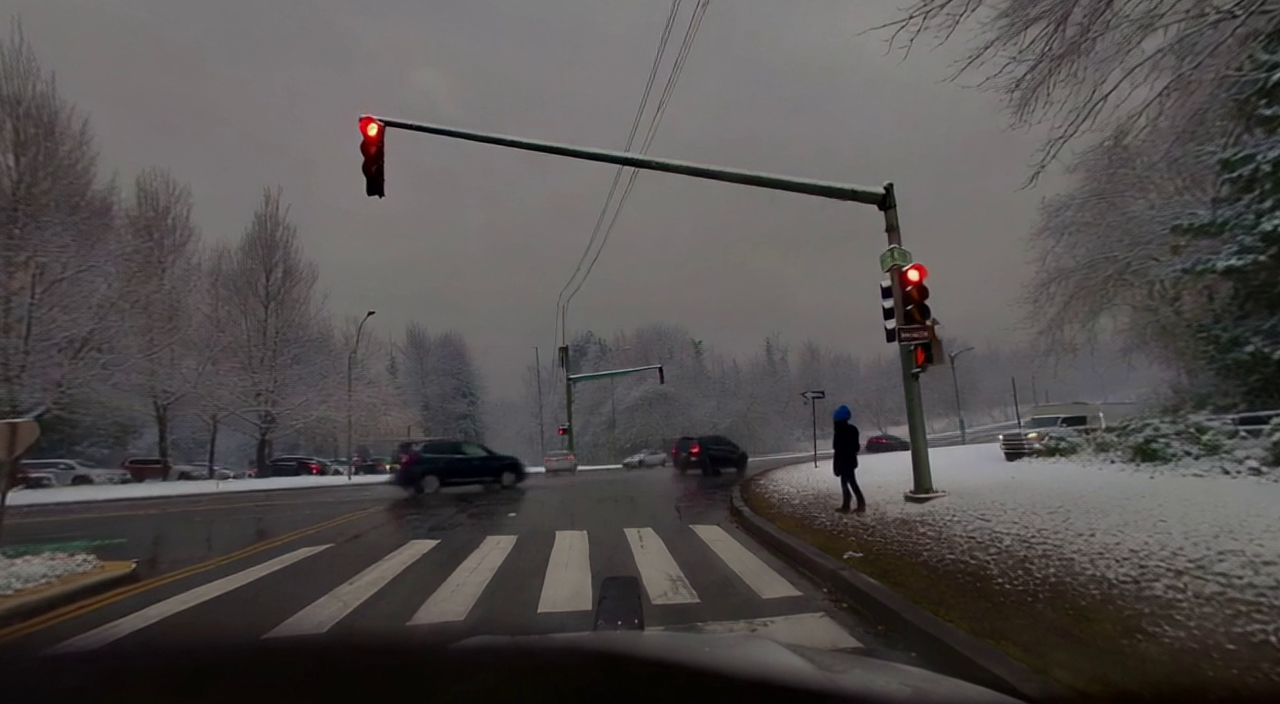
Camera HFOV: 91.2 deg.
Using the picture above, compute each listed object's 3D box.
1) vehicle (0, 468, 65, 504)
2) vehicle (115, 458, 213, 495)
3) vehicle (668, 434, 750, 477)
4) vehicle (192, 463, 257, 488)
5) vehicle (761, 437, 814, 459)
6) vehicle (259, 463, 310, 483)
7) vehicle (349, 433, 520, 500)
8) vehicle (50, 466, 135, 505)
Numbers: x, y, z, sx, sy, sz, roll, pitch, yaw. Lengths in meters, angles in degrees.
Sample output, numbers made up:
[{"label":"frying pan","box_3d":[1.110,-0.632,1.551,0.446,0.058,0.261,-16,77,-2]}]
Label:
[{"label":"vehicle","box_3d":[-30.327,6.455,30.346,1.800,1.520,3.968,2,-9,-14]},{"label":"vehicle","box_3d":[-27.825,7.261,36.891,2.064,1.913,5.081,0,-9,-4]},{"label":"vehicle","box_3d":[3.448,5.040,30.796,1.942,1.920,4.263,-8,-11,39]},{"label":"vehicle","box_3d":[-28.533,8.474,43.173,1.768,1.465,3.972,0,-9,-1]},{"label":"vehicle","box_3d":[11.757,7.626,49.682,1.979,1.659,4.907,-8,-11,39]},{"label":"vehicle","box_3d":[-28.133,9.580,49.743,1.776,1.452,3.920,0,-9,0]},{"label":"vehicle","box_3d":[-6.391,3.583,20.053,2.036,1.849,4.811,-7,-11,38]},{"label":"vehicle","box_3d":[-25.416,6.160,29.258,1.694,1.528,4.225,3,-9,-23]}]
